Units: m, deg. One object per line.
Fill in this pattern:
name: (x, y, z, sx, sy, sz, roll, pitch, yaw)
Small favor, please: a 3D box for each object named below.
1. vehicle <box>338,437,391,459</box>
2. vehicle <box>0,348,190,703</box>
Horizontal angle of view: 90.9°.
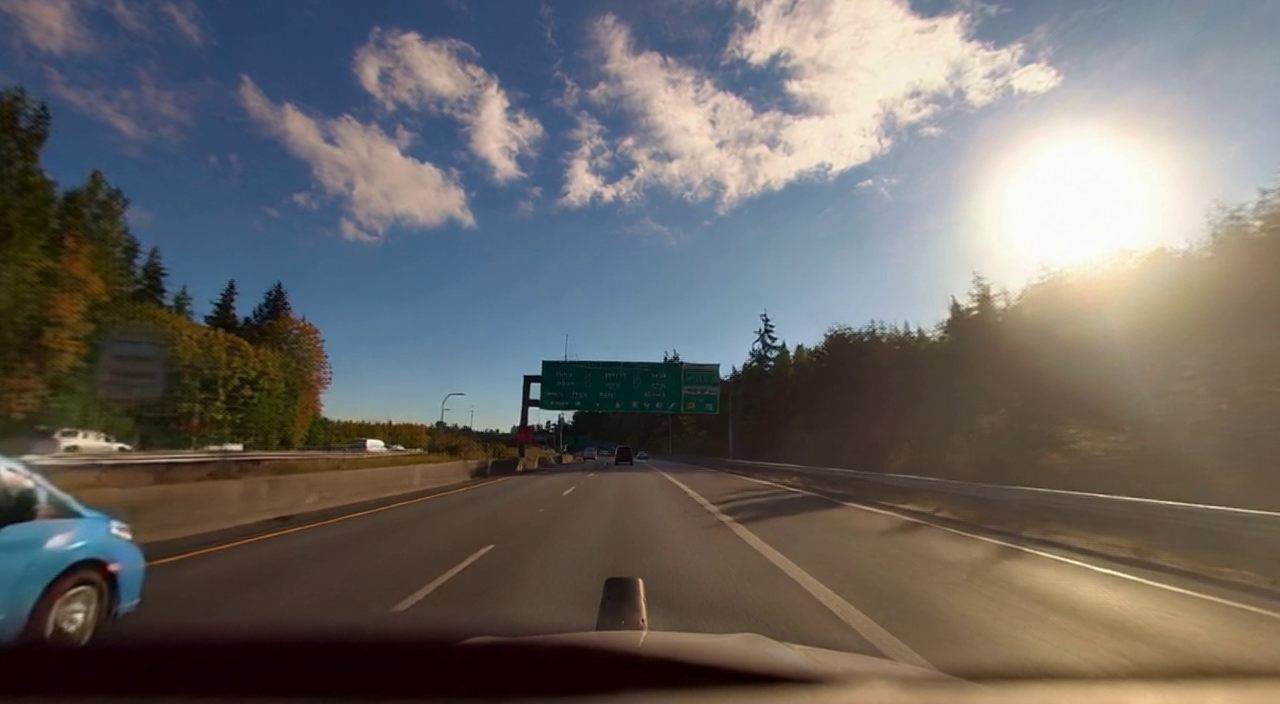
vehicle: (-19.891, 6.972, 45.650, 1.901, 1.465, 4.173, 0, -9, 0)
vehicle: (-4.194, 0.740, 2.214, 1.971, 1.795, 4.389, 0, -9, -1)
